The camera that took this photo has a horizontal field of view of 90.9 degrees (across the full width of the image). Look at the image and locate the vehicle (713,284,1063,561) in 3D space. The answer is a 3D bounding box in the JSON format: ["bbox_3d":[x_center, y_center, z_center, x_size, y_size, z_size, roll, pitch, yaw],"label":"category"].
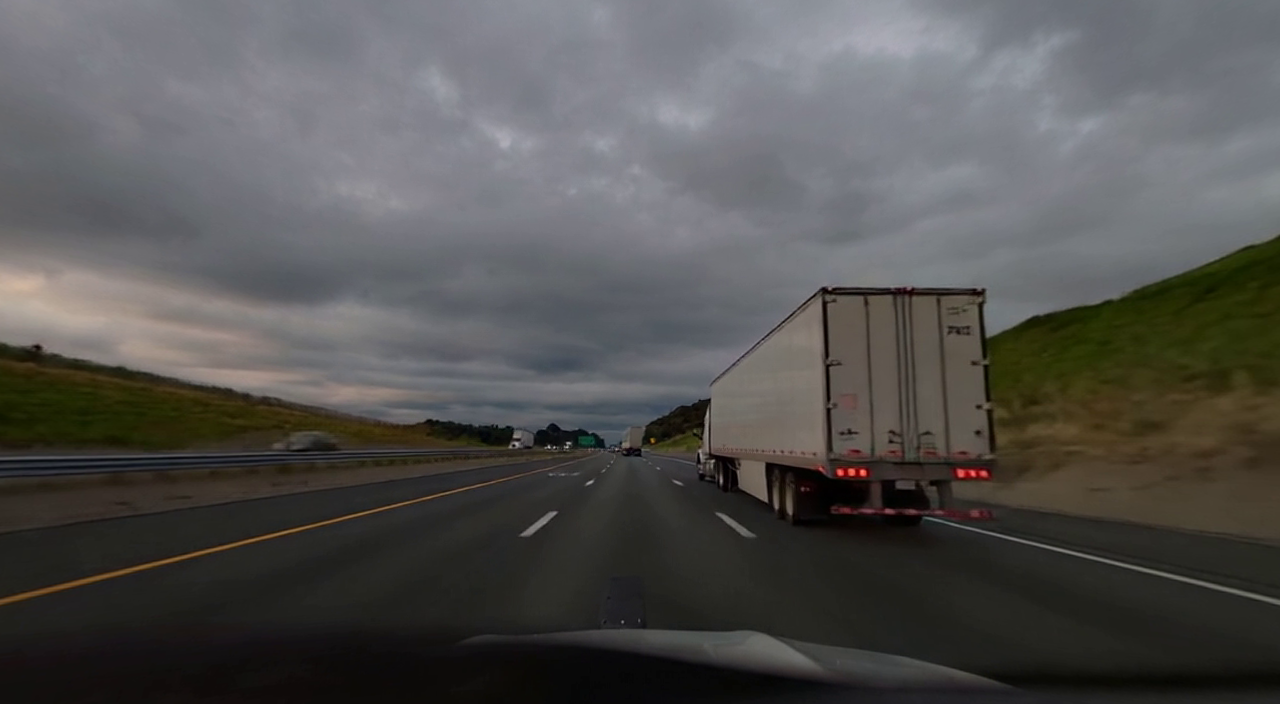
[{"bbox_3d":[3.852,1.757,14.045,2.876,3.586,11.726,0,-9,-1],"label":"vehicle"}]
